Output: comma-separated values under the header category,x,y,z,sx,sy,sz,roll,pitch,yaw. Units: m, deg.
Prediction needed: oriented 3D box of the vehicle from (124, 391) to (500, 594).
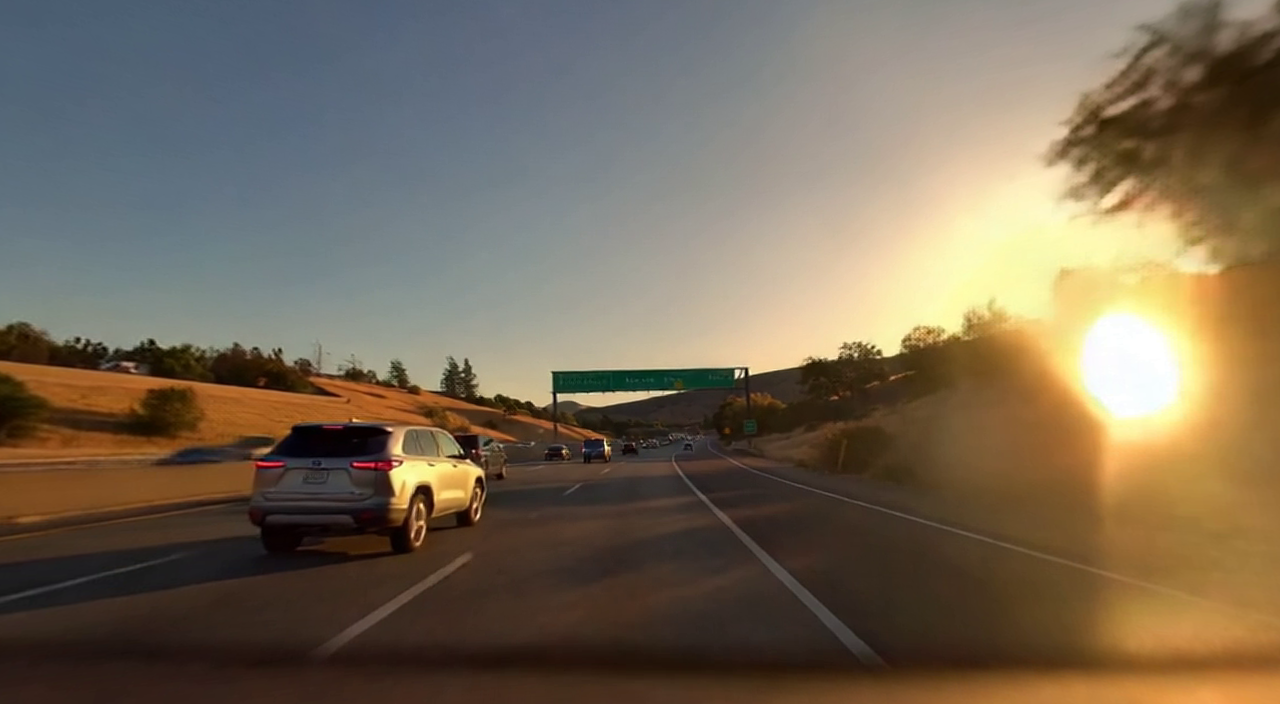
category,x,y,z,sx,sy,sz,roll,pitch,yaw
vehicle,-3.564,1.649,8.271,2.218,1.848,4.789,0,-9,2
